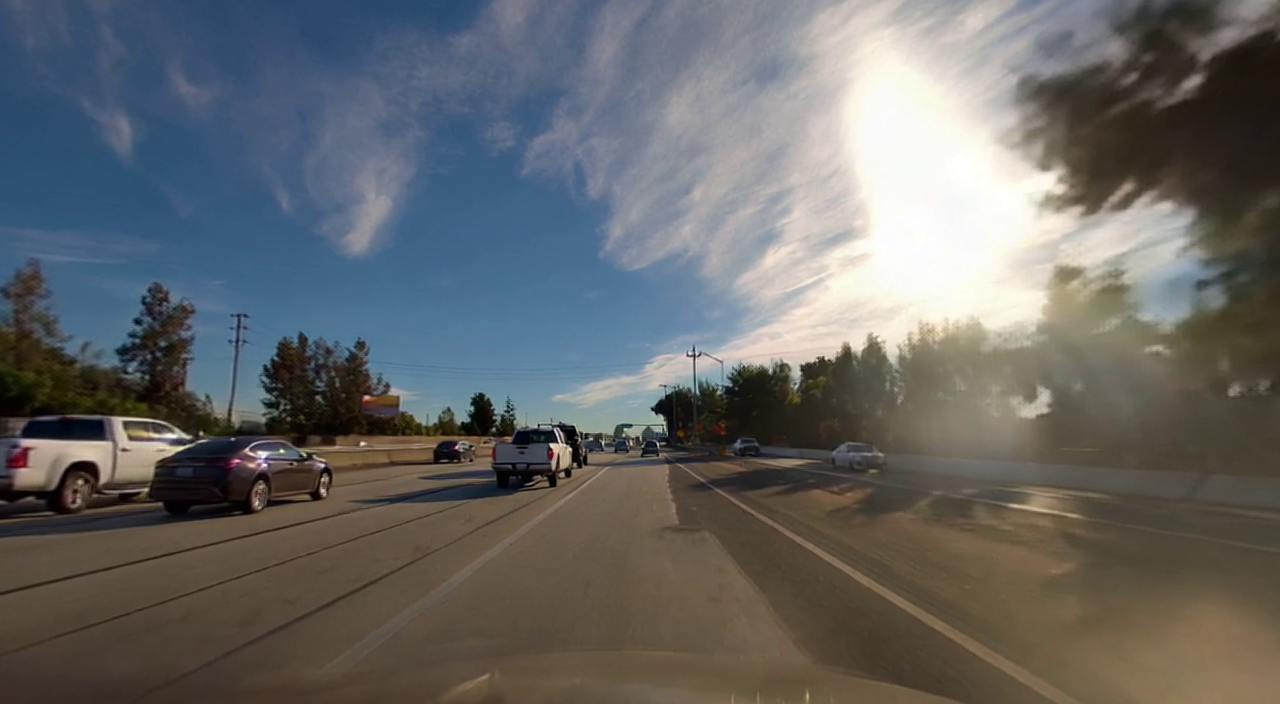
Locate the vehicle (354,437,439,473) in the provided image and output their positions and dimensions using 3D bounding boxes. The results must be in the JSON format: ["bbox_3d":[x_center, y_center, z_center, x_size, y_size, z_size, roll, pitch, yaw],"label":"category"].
[{"bbox_3d":[-10.849,4.611,28.418,1.884,1.453,4.579,0,-8,2],"label":"vehicle"}]

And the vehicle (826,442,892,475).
[{"bbox_3d":[11.973,5.828,34.666,2.048,1.720,4.524,0,-8,1],"label":"vehicle"}]

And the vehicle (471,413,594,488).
[{"bbox_3d":[-3.251,3.225,20.902,2.815,2.092,6.526,0,-8,1],"label":"vehicle"}]

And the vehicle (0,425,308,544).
[{"bbox_3d":[-7.635,1.989,10.162,1.964,1.481,4.425,0,-8,2],"label":"vehicle"}]

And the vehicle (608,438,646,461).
[{"bbox_3d":[-0.854,6.733,43.517,2.013,1.444,4.447,-1,-8,6],"label":"vehicle"}]
